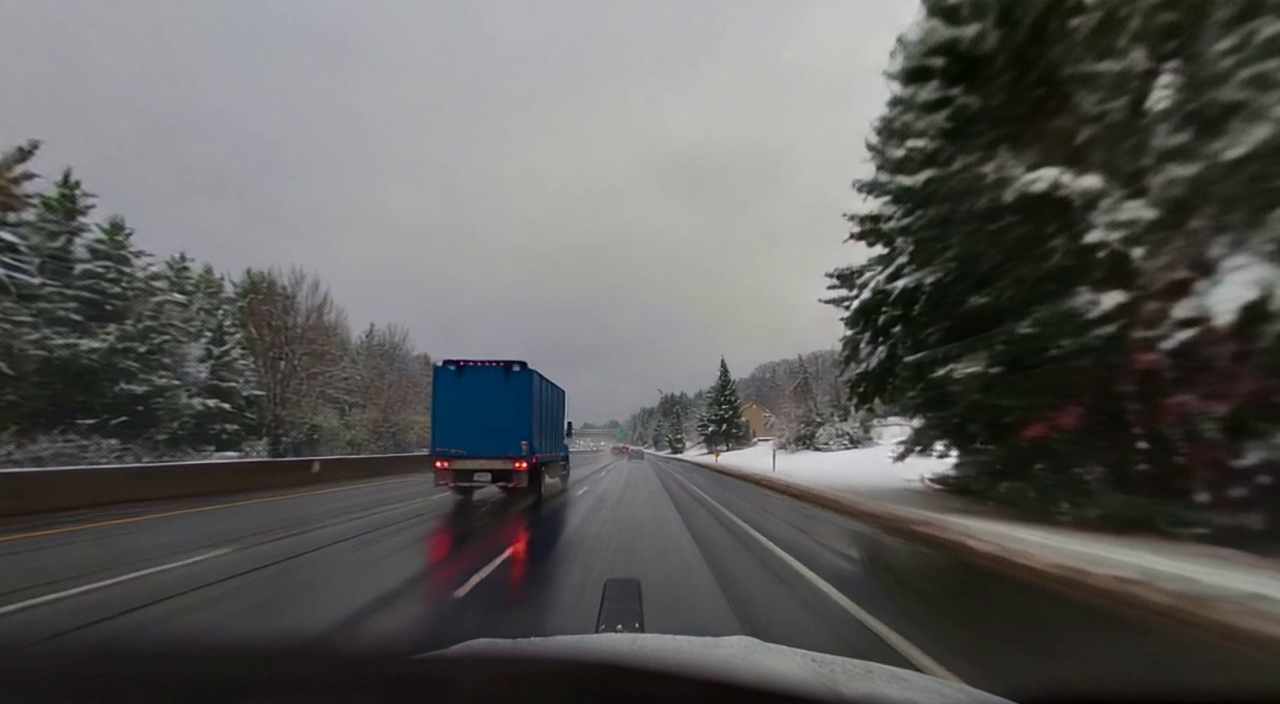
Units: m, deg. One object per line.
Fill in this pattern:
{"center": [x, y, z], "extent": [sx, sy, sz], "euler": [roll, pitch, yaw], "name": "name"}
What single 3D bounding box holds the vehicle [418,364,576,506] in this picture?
{"center": [-3.747, 2.532, 18.955], "extent": [2.874, 3.309, 8.208], "euler": [0, -8, -1], "name": "vehicle"}
